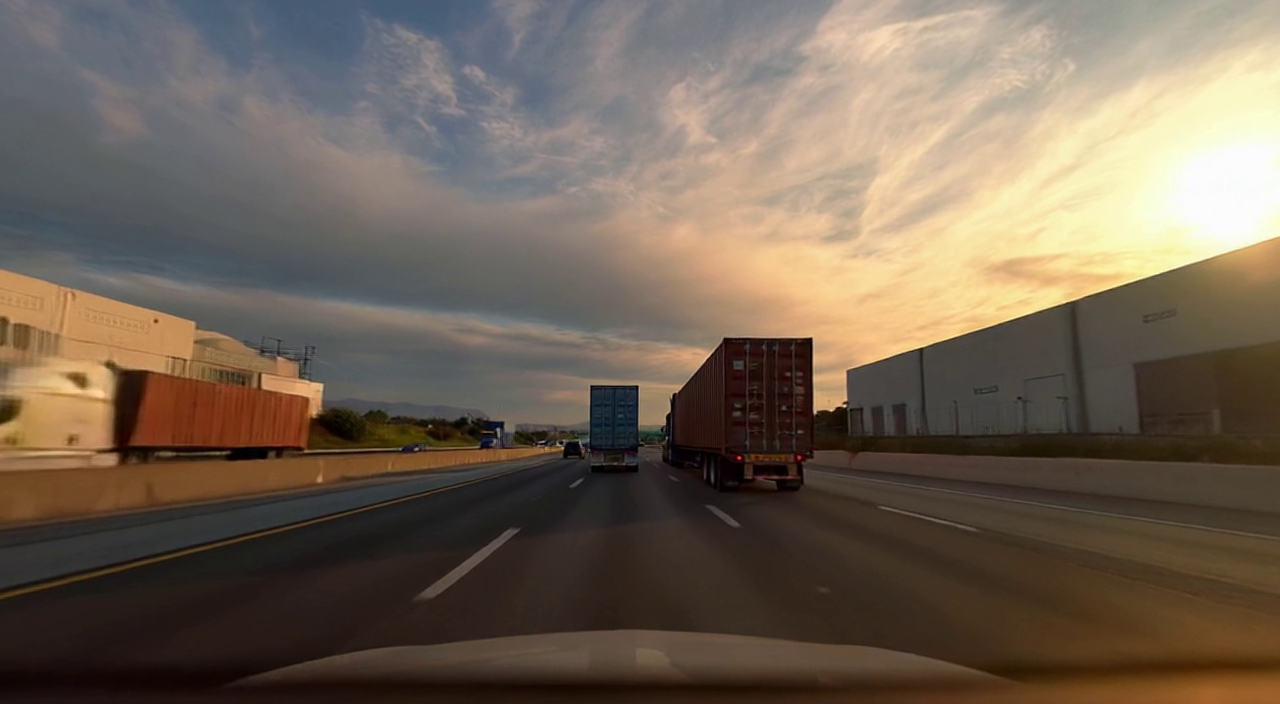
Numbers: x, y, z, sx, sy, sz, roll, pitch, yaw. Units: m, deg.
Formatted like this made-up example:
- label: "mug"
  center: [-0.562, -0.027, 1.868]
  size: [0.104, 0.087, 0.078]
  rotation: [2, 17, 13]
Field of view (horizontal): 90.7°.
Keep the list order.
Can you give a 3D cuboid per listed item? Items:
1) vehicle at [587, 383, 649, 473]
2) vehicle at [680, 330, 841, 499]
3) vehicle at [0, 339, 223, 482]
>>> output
- label: "vehicle"
  center: [-1.048, 4.370, 35.047]
  size: [2.841, 4.071, 12.046]
  rotation: [0, -8, 0]
- label: "vehicle"
  center: [3.289, 2.419, 21.684]
  size: [2.803, 4.072, 12.744]
  rotation: [0, -8, -1]
- label: "vehicle"
  center: [-20.795, 2.371, 23.074]
  size: [3.084, 4.220, 12.355]
  rotation: [0, -9, -2]
